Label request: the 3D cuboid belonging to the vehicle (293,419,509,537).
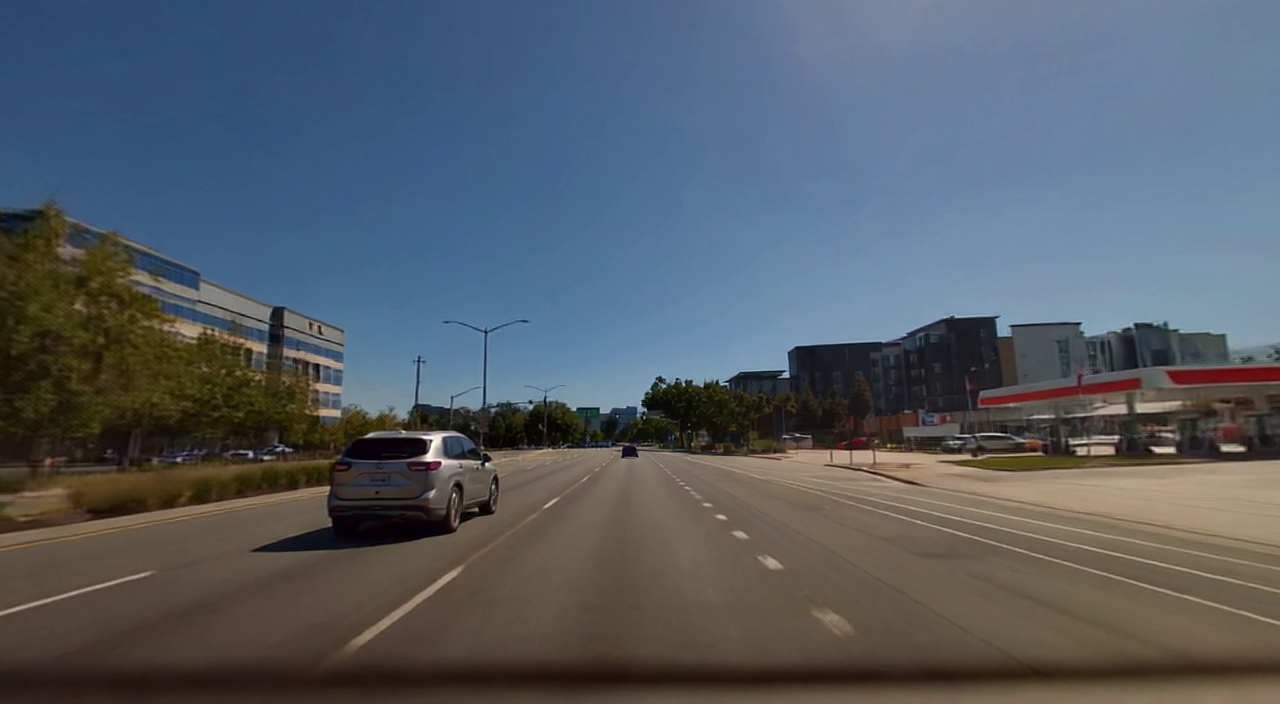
[{"bbox_3d":[-3.890,2.139,11.342,2.039,1.656,4.710,0,-8,0],"label":"vehicle"}]
